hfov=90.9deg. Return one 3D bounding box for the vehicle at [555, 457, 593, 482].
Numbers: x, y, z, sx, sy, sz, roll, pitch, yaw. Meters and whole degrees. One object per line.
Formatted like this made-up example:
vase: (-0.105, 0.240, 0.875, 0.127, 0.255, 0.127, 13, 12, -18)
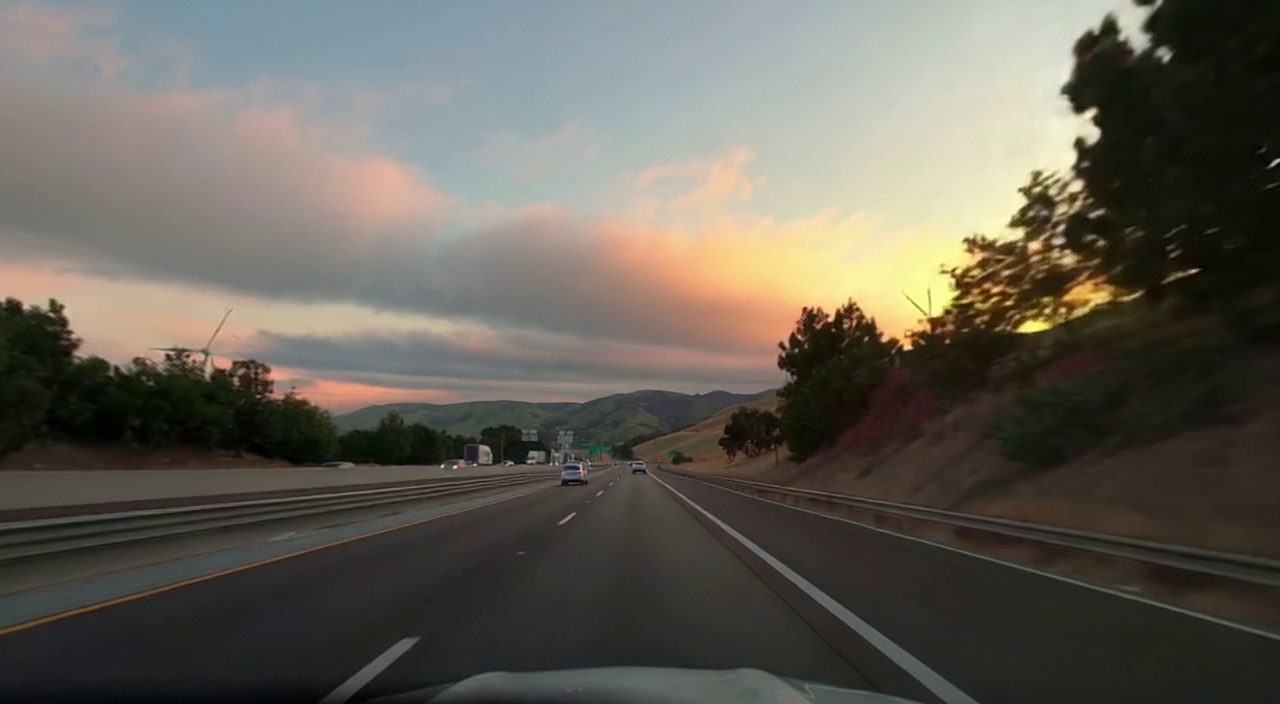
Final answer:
vehicle: (-4.791, 8.600, 46.173, 2.175, 1.658, 4.582, 1, -10, 1)
